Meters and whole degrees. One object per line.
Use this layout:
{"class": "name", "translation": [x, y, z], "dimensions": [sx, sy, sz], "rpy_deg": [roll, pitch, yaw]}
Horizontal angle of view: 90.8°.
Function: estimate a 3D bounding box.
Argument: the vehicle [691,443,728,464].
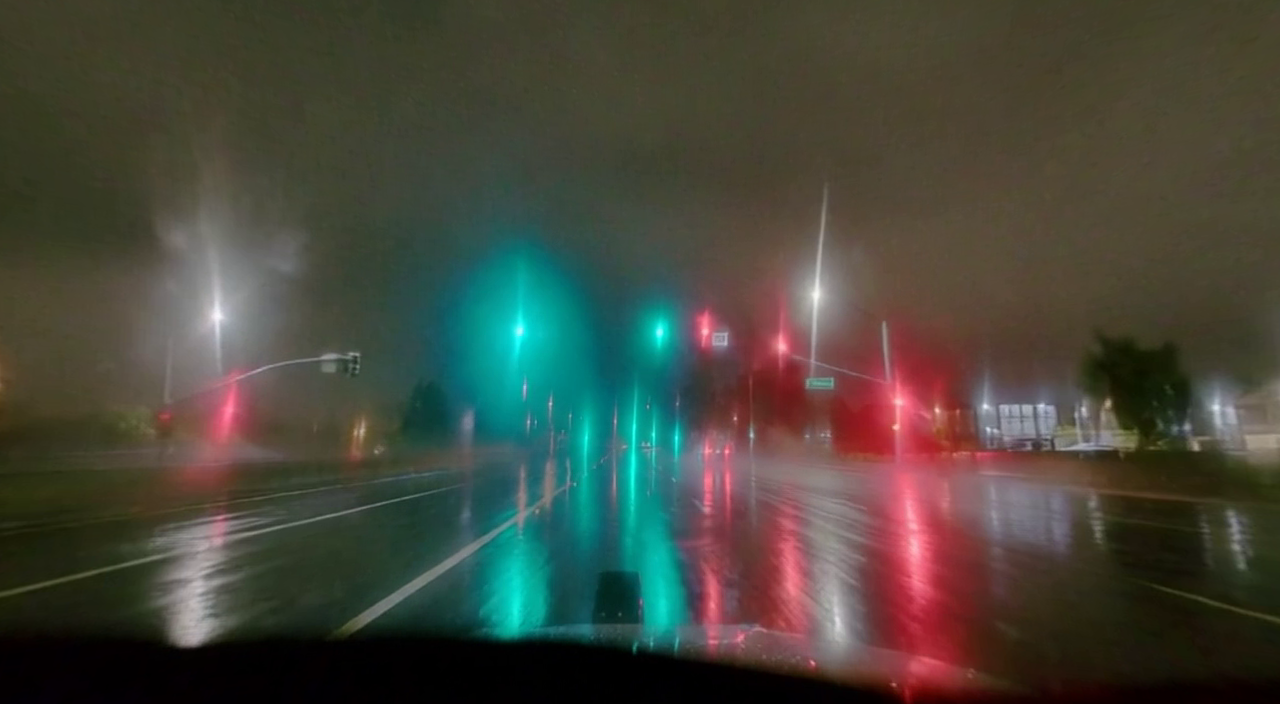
{"class": "vehicle", "translation": [5.200, 7.691, 48.090], "dimensions": [2.187, 1.475, 4.529], "rpy_deg": [0, -9, -1]}
